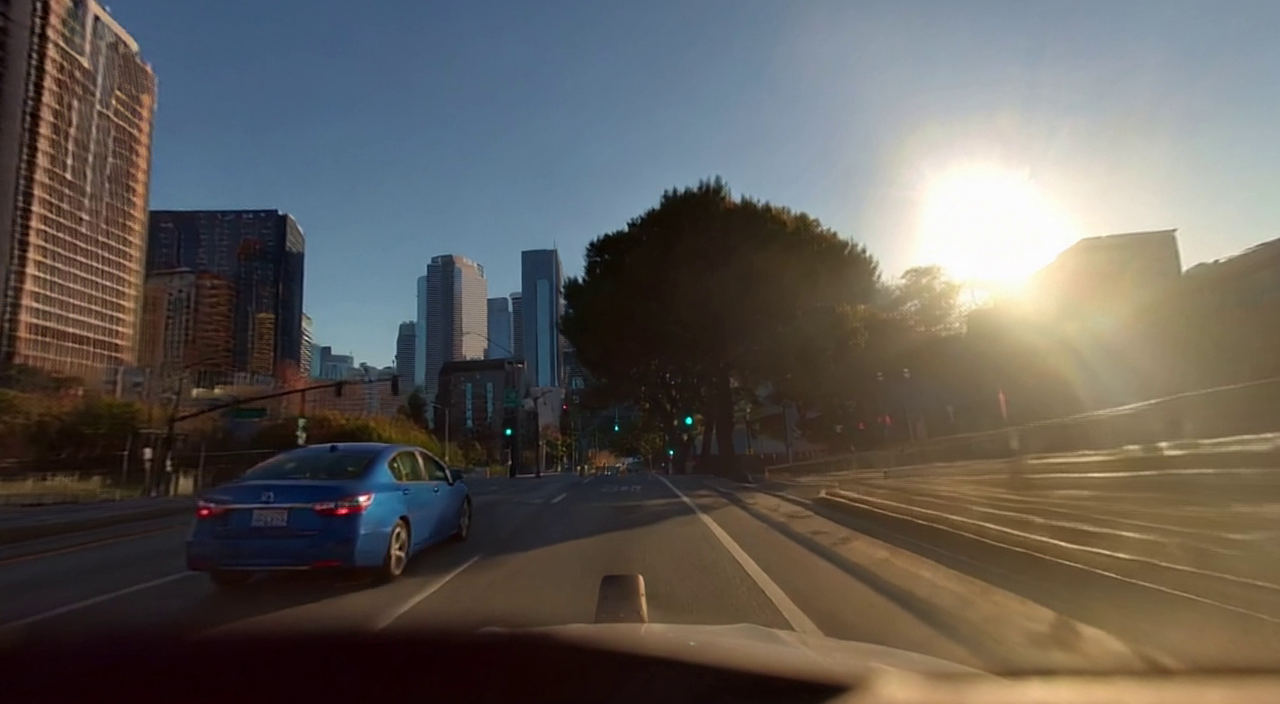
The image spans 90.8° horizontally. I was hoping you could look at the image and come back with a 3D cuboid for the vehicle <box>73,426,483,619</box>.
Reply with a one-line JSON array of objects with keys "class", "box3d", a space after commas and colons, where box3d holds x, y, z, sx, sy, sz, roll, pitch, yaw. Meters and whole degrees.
[{"class": "vehicle", "box3d": [-3.341, 1.642, 7.097, 2.041, 1.470, 4.290, 0, -9, 0]}]
